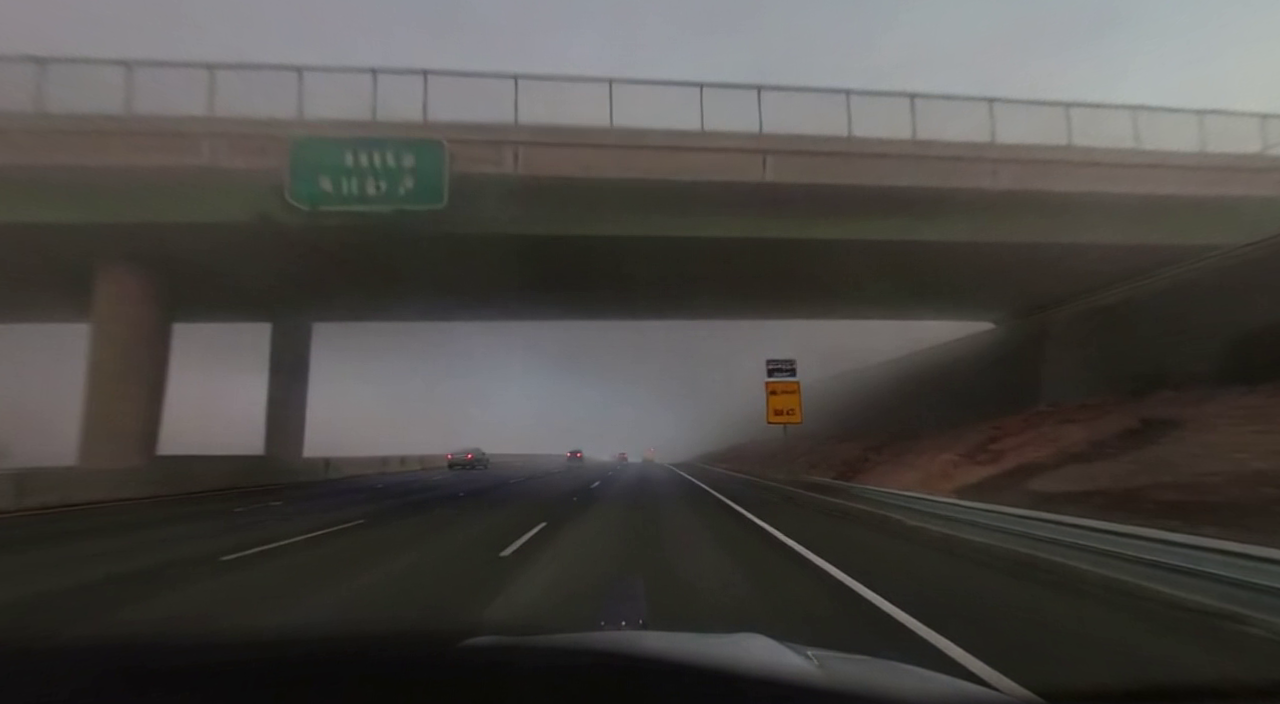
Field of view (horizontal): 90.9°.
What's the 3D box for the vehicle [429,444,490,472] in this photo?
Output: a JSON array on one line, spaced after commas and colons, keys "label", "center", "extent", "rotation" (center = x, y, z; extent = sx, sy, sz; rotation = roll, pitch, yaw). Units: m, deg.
[{"label": "vehicle", "center": [-10.143, 5.980, 35.844], "extent": [2.056, 1.476, 4.562], "rotation": [0, -8, 1]}]
